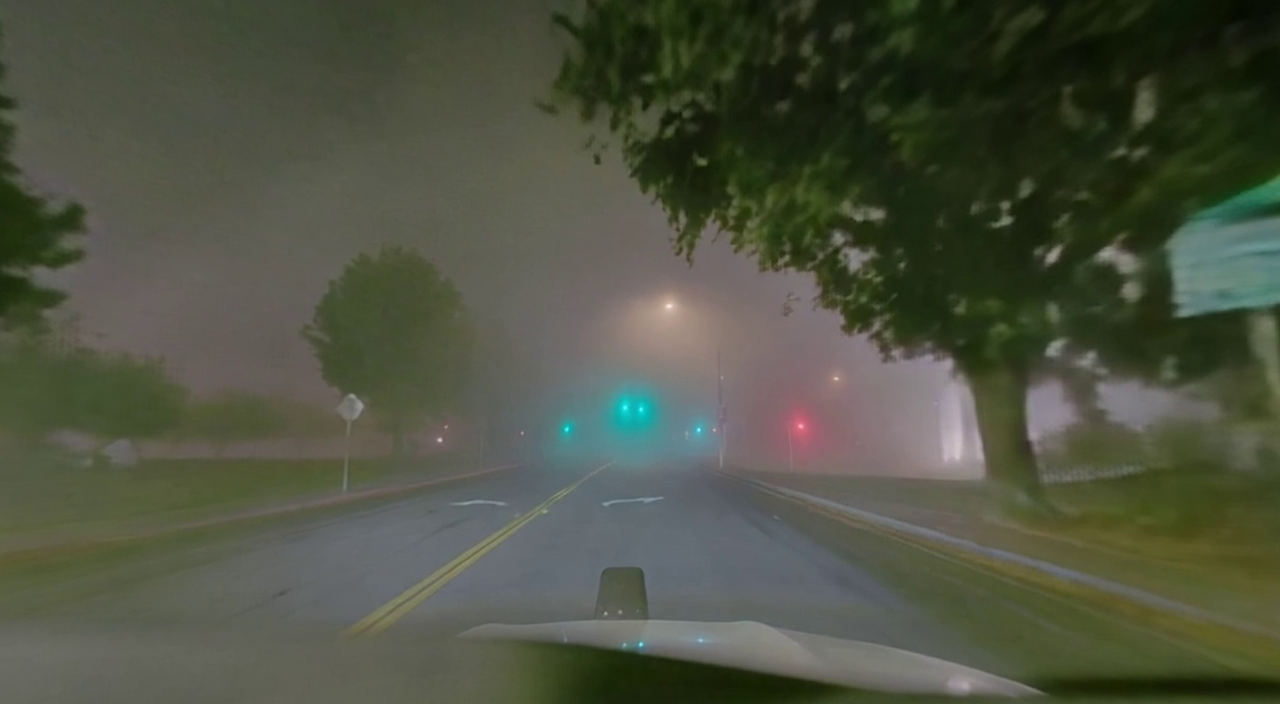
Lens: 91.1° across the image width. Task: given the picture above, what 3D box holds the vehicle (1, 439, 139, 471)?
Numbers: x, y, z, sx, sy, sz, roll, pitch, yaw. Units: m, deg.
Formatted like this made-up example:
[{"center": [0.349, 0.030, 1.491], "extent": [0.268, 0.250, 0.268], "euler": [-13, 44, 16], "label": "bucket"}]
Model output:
[{"center": [-26.678, 4.809, 29.487], "extent": [4.577, 1.417, 2.014], "euler": [-1, -8, 2], "label": "vehicle"}]
